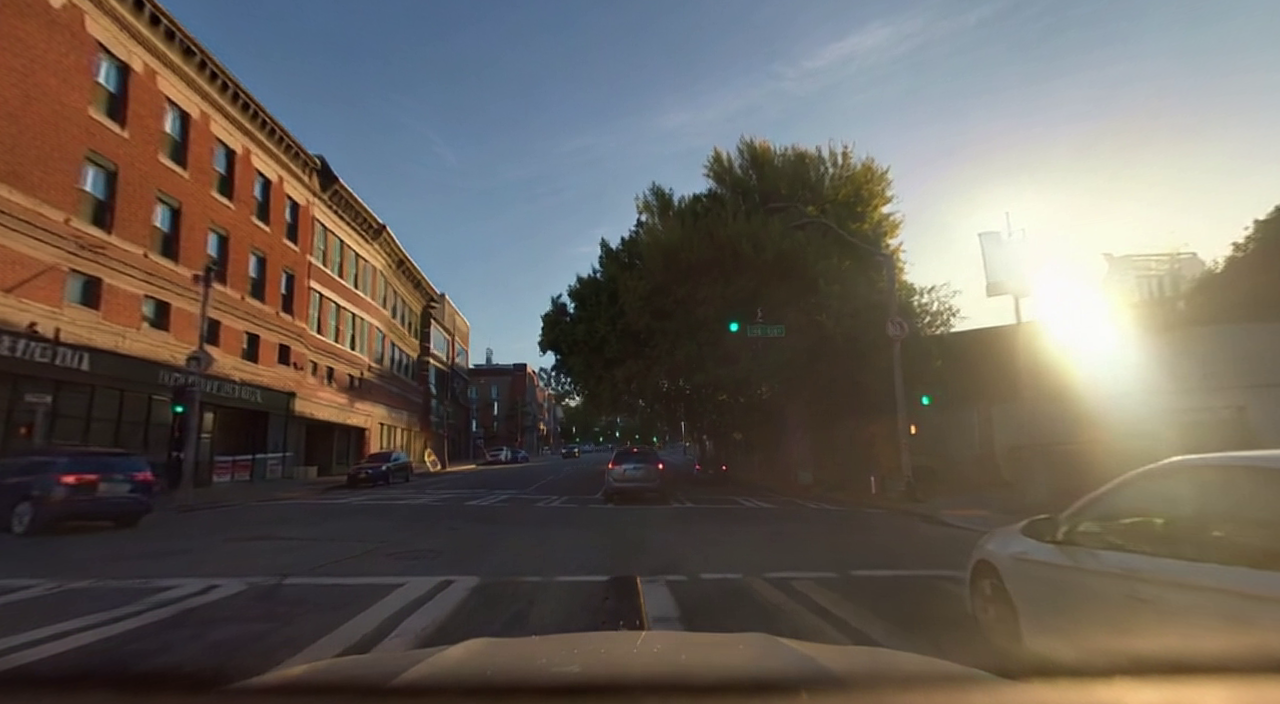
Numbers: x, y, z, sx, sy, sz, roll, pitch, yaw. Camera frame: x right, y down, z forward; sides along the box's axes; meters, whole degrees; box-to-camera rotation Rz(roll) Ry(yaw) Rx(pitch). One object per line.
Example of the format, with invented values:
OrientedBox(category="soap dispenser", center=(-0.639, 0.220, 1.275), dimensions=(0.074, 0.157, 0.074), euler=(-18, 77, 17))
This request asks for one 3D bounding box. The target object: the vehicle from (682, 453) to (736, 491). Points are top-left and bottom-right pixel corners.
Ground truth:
OrientedBox(category="vehicle", center=(2.911, 5.164, 27.531), dimensions=(1.852, 1.462, 4.155), euler=(0, -9, -1))

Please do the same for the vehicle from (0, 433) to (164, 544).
OrientedBox(category="vehicle", center=(-11.614, 2.527, 12.273), dimensions=(4.244, 1.812, 1.855), euler=(-4, -10, 25))

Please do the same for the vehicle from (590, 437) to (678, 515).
OrientedBox(category="vehicle", center=(-0.186, 3.336, 17.548), dimensions=(2.105, 1.842, 4.537), euler=(0, -9, -1))

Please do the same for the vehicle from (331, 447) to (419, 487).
OrientedBox(category="vehicle", center=(-14.243, 6.169, 34.377), dimensions=(2.191, 2.011, 5.556), euler=(0, -9, 2))

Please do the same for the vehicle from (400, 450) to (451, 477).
OrientedBox(category="vehicle", center=(-14.266, 7.385, 42.232), dimensions=(1.891, 1.659, 4.360), euler=(0, -9, 0))

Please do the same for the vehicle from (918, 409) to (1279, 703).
OrientedBox(category="vehicle", center=(3.250, 1.029, 2.681), dimensions=(2.026, 1.499, 4.662), euler=(0, -9, 0))
